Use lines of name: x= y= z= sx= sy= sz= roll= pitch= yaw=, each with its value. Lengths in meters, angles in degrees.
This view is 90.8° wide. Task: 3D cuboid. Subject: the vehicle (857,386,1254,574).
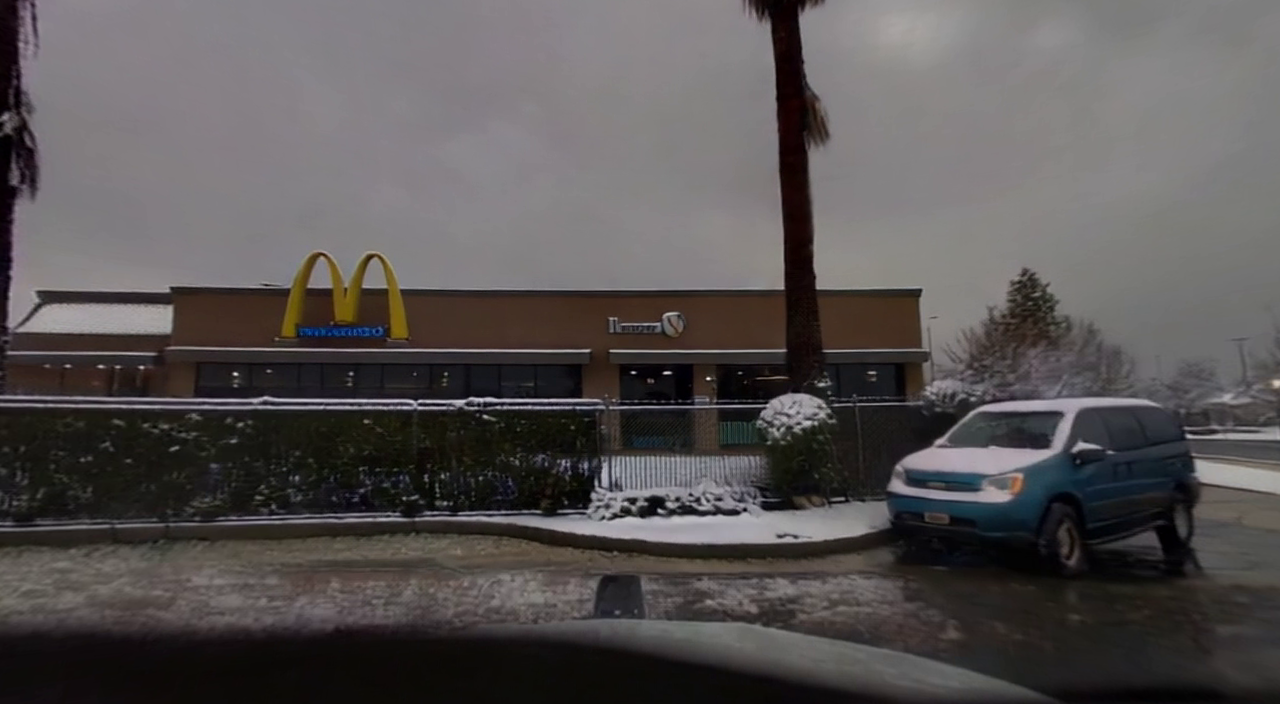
vehicle: x=5.191 y=1.424 z=7.956 sx=4.365 sy=1.791 sz=2.073 roll=3 pitch=-7 yaw=-24
